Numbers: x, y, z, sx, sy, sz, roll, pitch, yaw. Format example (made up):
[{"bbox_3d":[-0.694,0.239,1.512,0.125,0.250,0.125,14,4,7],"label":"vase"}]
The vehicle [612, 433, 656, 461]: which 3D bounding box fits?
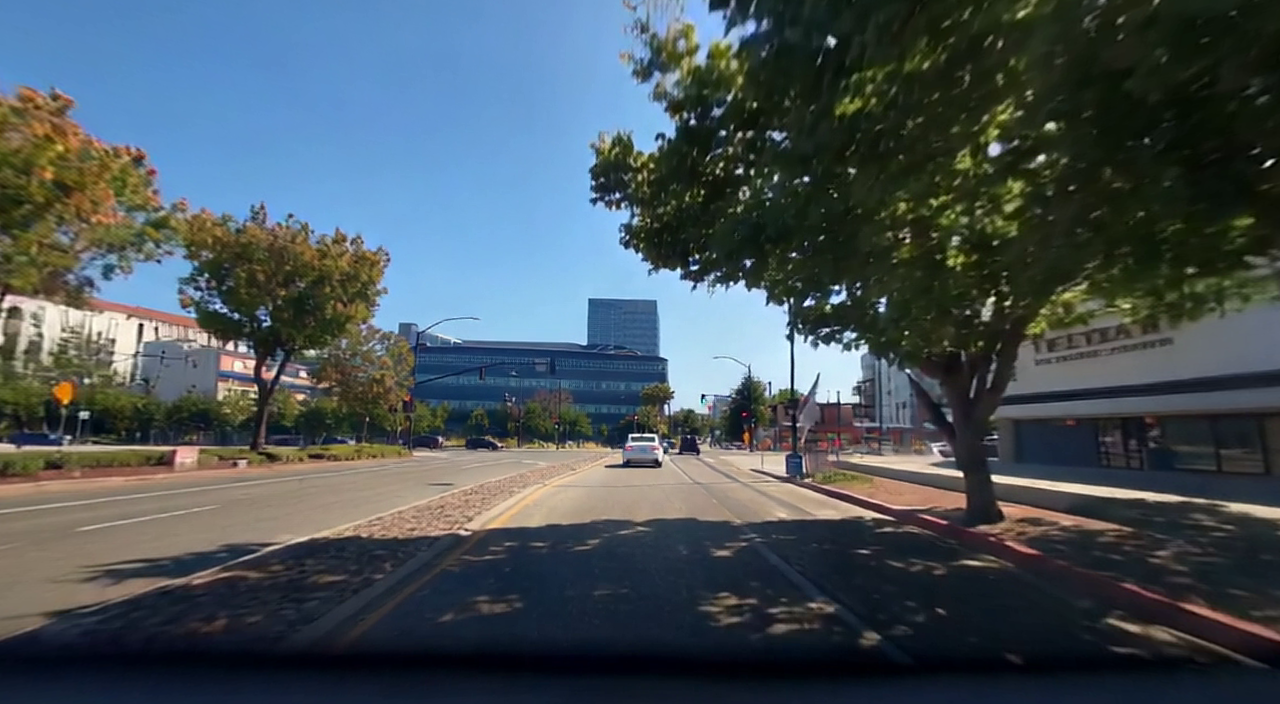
[{"bbox_3d":[-0.255,5.331,35.494,2.173,1.479,4.264,0,-8,3],"label":"vehicle"}]
